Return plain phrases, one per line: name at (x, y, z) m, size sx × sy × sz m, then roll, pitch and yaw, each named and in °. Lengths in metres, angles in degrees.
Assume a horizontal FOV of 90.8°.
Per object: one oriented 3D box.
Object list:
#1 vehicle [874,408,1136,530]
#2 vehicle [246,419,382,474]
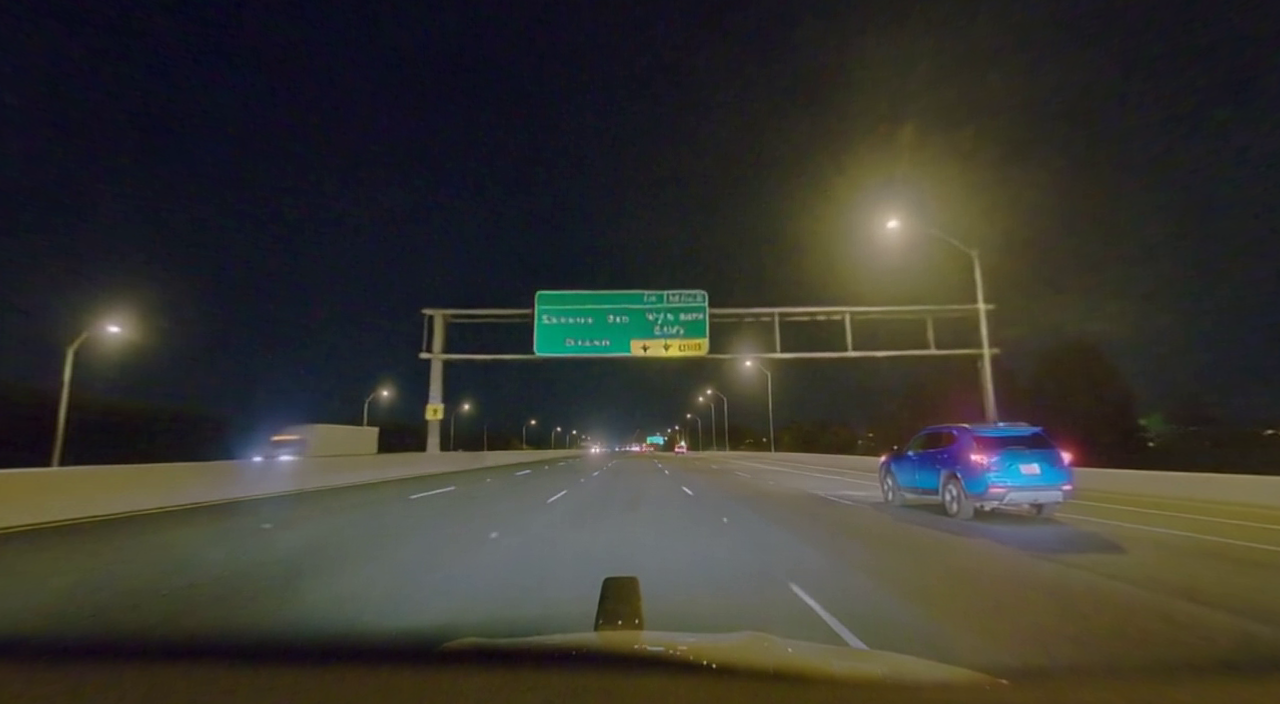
vehicle at (6.579, 2.171, 12.243) m, size 2.222 × 1.899 × 4.595 m, roll 0°, pitch -8°, yaw -1°
vehicle at (-22.085, 6.585, 44.108) m, size 2.950 × 3.260 × 12.497 m, roll 0°, pitch -8°, yaw 0°
